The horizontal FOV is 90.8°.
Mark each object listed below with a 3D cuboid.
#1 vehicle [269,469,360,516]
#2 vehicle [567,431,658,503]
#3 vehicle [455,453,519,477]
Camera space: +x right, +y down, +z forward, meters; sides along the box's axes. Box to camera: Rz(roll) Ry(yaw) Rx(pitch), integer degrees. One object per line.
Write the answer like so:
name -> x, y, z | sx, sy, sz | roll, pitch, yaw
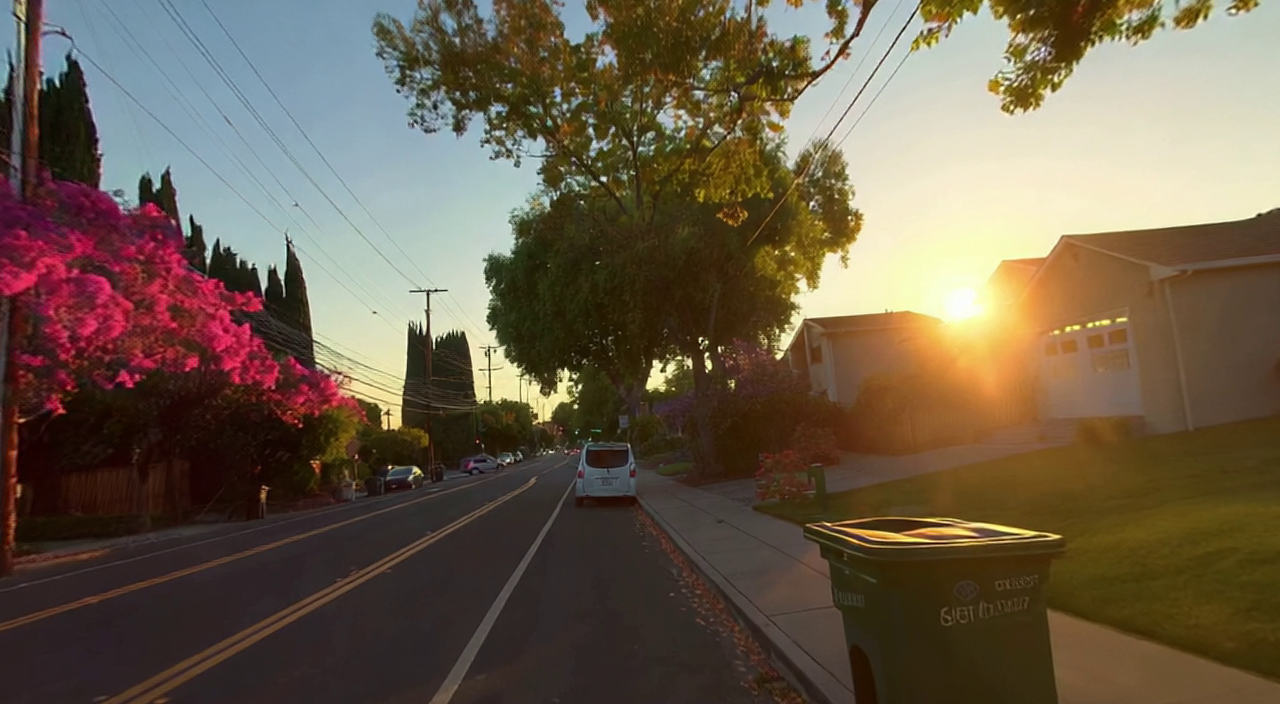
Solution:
vehicle -> -13.746, 5.921, 26.989 | 1.982, 1.660, 4.142 | 1, -8, -6
vehicle -> -0.808, 3.082, 17.382 | 2.190, 1.708, 4.115 | 0, -8, -4
vehicle -> -11.767, 8.694, 48.547 | 4.723, 1.679, 2.218 | -8, -11, 36
